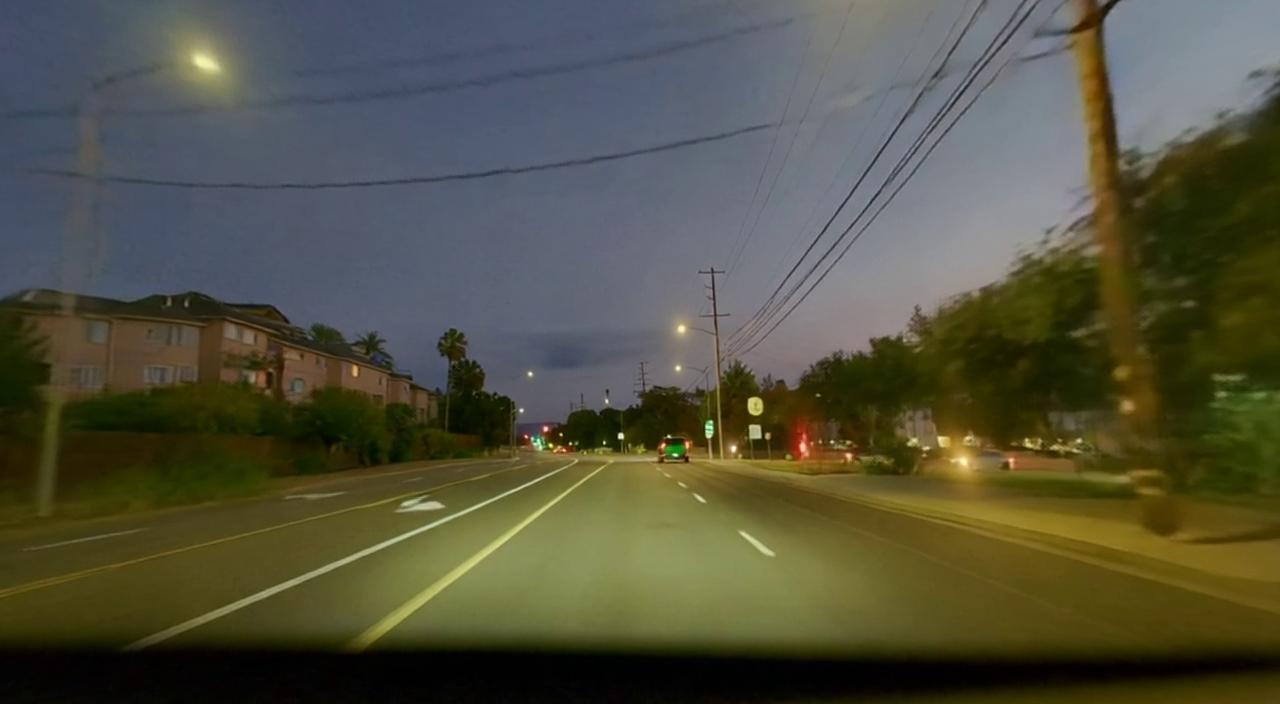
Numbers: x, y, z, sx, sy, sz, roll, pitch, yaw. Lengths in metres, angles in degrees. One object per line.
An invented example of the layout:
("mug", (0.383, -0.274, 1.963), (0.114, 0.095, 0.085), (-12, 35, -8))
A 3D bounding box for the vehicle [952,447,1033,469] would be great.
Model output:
("vehicle", (24.312, 7.339, 43.689), (4.462, 1.449, 1.877), (0, -8, -2))

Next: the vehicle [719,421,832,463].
("vehicle", (10.374, 7.014, 48.764), (7.877, 3.013, 2.916), (-5, -11, 30))

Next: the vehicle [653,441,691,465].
("vehicle", (2.022, 6.567, 41.133), (2.015, 1.467, 4.117), (1, -8, -4))
